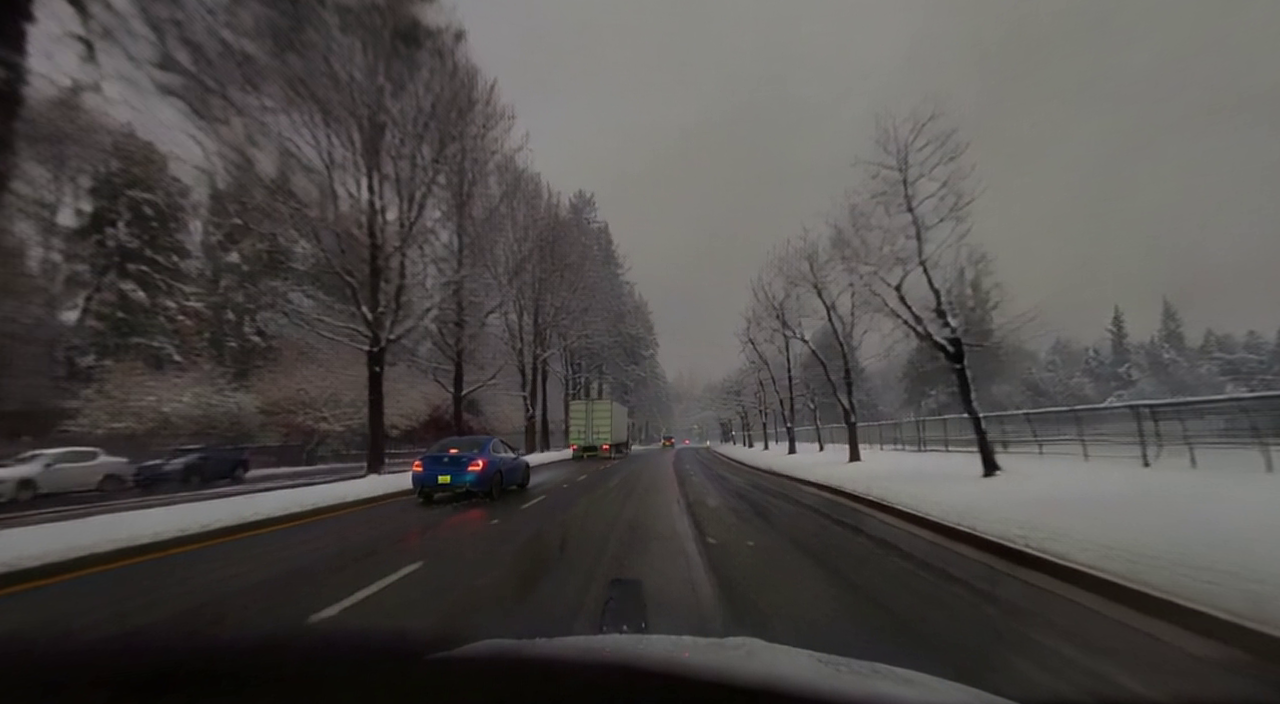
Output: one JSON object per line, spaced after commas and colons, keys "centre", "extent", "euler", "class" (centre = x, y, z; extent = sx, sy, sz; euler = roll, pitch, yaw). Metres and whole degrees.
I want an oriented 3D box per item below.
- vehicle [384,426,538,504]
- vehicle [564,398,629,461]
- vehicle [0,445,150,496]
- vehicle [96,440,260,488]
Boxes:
{"centre": [-3.753, 2.465, 14.172], "extent": [2.005, 1.462, 4.345], "euler": [-1, -8, 3], "class": "vehicle"}
{"centre": [-2.307, 4.618, 36.900], "extent": [2.746, 3.276, 8.572], "euler": [-1, -8, 3], "class": "vehicle"}
{"centre": [-18.710, 3.763, 20.512], "extent": [1.895, 1.464, 4.393], "euler": [0, -8, 2], "class": "vehicle"}
{"centre": [-15.538, 3.760, 21.613], "extent": [1.934, 1.466, 4.697], "euler": [0, -8, 2], "class": "vehicle"}
